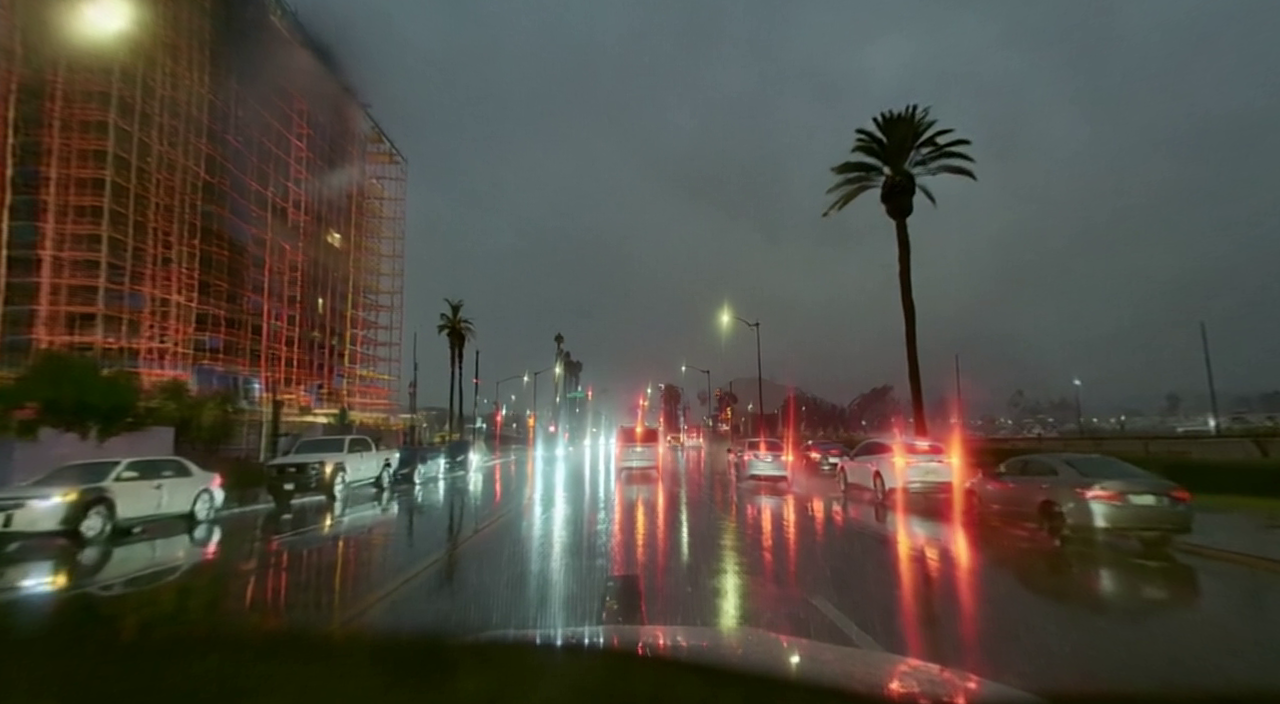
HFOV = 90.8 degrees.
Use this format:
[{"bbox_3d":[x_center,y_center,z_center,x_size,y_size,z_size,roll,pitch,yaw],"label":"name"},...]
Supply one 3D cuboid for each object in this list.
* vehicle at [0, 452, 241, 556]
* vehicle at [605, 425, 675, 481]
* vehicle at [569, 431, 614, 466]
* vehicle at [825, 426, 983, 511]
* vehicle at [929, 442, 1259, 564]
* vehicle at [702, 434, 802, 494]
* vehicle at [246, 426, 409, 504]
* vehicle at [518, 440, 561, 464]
[{"bbox_3d":[-9.923,2.656,11.864,1.804,1.478,4.734,0,-8,-1],"label":"vehicle"},{"bbox_3d":[-0.013,3.601,22.682,2.264,1.798,4.258,0,-8,0],"label":"vehicle"},{"bbox_3d":[-2.675,5.453,35.802,2.180,1.879,4.452,0,-8,0],"label":"vehicle"},{"bbox_3d":[6.313,2.829,15.804,1.886,1.792,4.525,0,-8,-1],"label":"vehicle"},{"bbox_3d":[6.445,2.128,9.781,1.819,1.435,4.337,0,-8,-1],"label":"vehicle"},{"bbox_3d":[3.030,3.115,17.979,1.999,1.487,3.939,0,-8,-2],"label":"vehicle"},{"bbox_3d":[-10.031,3.747,21.003,2.294,1.948,6.025,-6,-10,0],"label":"vehicle"},{"bbox_3d":[-6.501,6.515,41.346,2.020,1.486,4.363,0,-8,0],"label":"vehicle"}]
